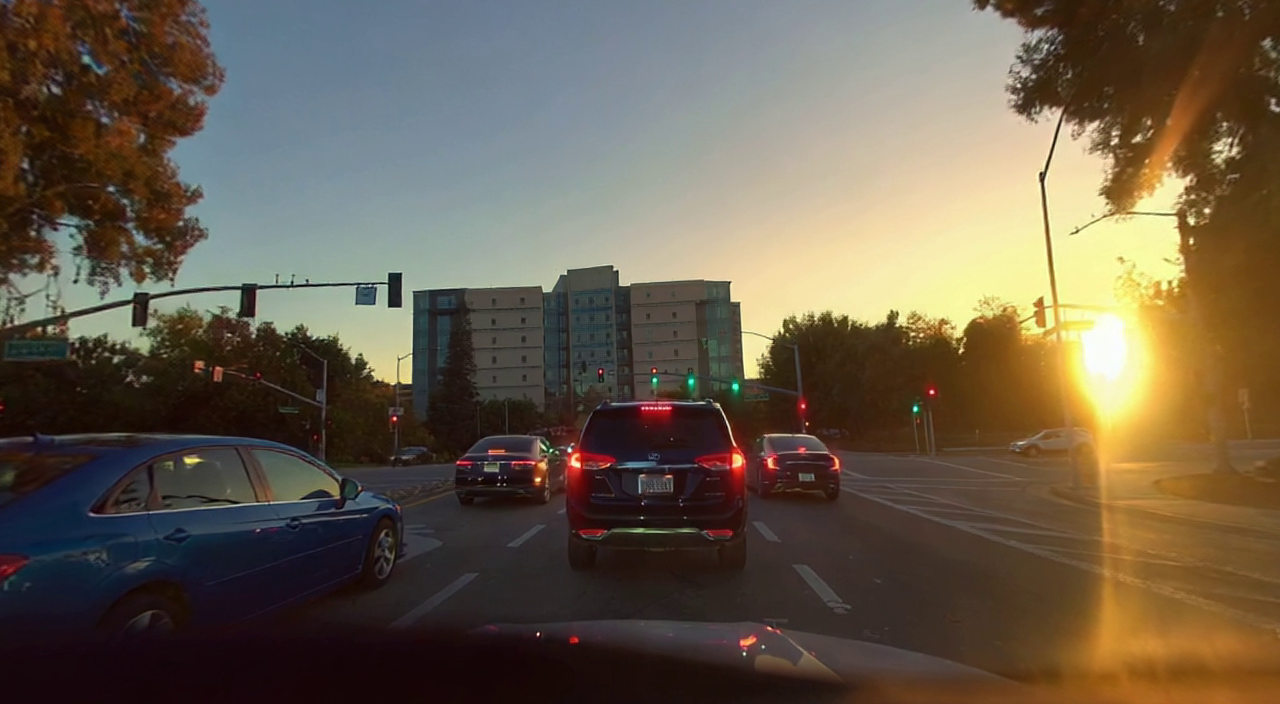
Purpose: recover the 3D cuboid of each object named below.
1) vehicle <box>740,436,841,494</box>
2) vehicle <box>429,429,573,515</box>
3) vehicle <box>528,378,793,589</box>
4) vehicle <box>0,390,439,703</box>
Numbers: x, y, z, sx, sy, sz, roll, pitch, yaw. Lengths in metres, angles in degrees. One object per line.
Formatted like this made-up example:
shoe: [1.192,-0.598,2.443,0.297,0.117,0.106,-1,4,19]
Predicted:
vehicle: [4.143,3.152,17.995,1.979,1.453,4.011,0,-8,1]
vehicle: [-2.687,2.420,13.247,1.851,1.502,4.042,0,-8,4]
vehicle: [0.212,1.452,7.736,2.300,1.832,4.331,0,-8,1]
vehicle: [-3.224,1.207,4.451,1.958,1.494,4.624,0,-8,2]
